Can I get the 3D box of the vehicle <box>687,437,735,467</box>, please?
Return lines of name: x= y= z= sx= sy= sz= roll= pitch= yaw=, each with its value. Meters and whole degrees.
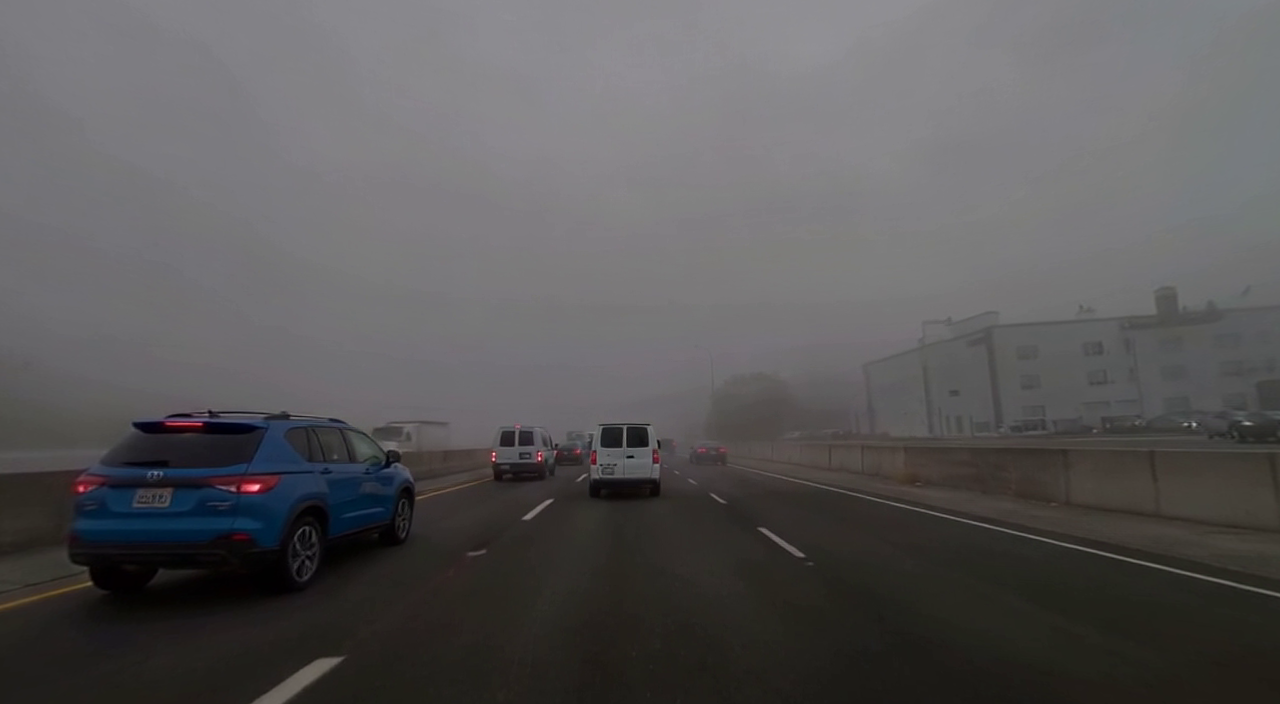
vehicle: x=3.780 y=5.383 z=34.079 sx=1.999 sy=1.494 sz=3.833 roll=0 pitch=-8 yaw=-3

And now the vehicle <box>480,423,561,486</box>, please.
vehicle: x=-4.036 y=3.517 z=21.952 sx=2.038 sy=1.936 sz=4.300 roll=0 pitch=-8 yaw=-1

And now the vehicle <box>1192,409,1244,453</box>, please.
vehicle: x=30.885 y=4.241 z=33.646 sx=1.480 sy=2.238 sz=1.864 roll=-5 pitch=-9 yaw=30

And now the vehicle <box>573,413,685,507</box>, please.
vehicle: x=-0.288 y=2.543 z=15.272 sx=2.304 sy=1.925 sz=4.282 roll=0 pitch=-8 yaw=-1

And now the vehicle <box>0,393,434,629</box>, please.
vehicle: x=-3.931 y=1.467 z=6.839 sx=1.972 sy=1.703 sz=4.333 roll=0 pitch=-8 yaw=-1
